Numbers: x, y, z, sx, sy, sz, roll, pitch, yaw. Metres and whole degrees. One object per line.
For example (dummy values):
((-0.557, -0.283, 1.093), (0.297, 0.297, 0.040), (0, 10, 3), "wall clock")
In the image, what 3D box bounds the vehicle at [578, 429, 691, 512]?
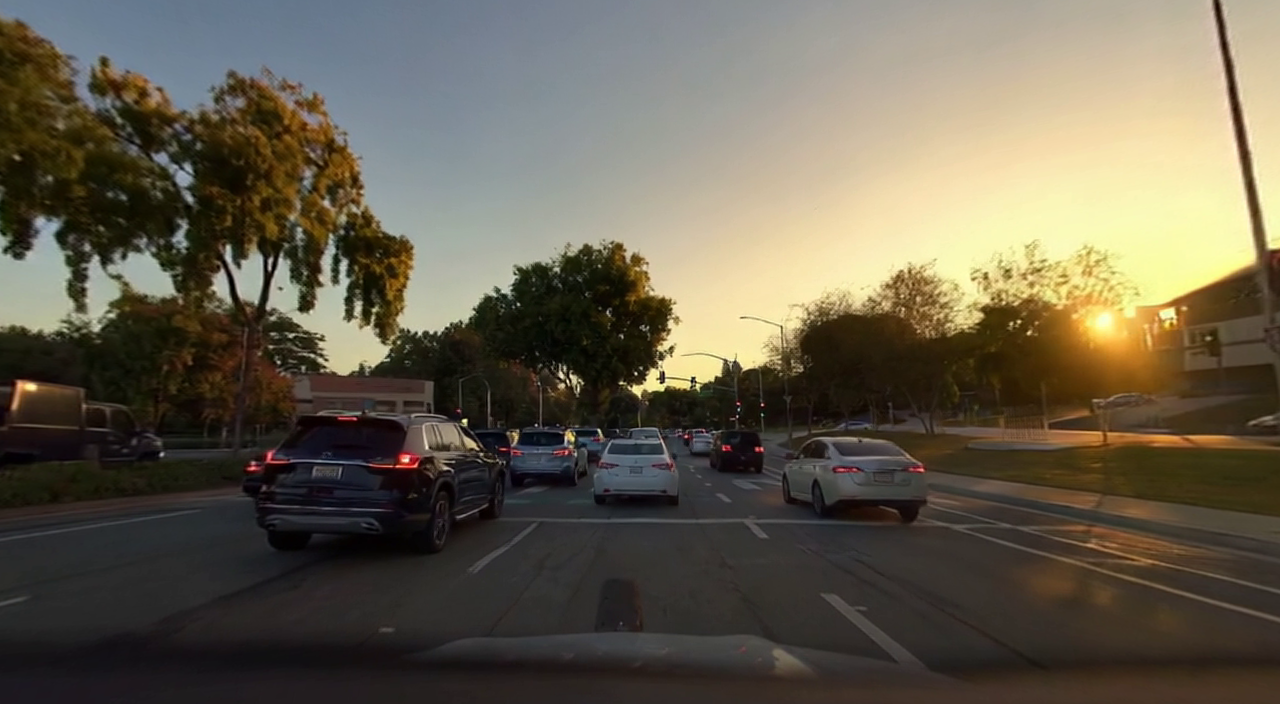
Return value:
((-0.078, 2.459, 13.611), (2.030, 1.477, 4.330), (0, -8, 1), "vehicle")

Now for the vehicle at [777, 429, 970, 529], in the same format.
((3.905, 2.182, 11.464), (1.884, 1.463, 4.195), (0, -8, 0), "vehicle")

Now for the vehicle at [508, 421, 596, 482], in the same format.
((-2.828, 3.354, 21.459), (2.218, 1.829, 4.492), (0, -8, 2), "vehicle")

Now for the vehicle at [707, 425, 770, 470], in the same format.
((4.350, 4.301, 28.607), (2.099, 1.845, 4.363), (0, -8, 0), "vehicle")

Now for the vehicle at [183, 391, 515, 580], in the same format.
((-3.250, 1.625, 8.613), (2.111, 1.745, 5.274), (0, -8, -1), "vehicle")

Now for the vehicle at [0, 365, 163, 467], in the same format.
((-27.818, 2.761, 26.836), (3.181, 4.189, 14.107), (-1, -8, 5), "vehicle")
